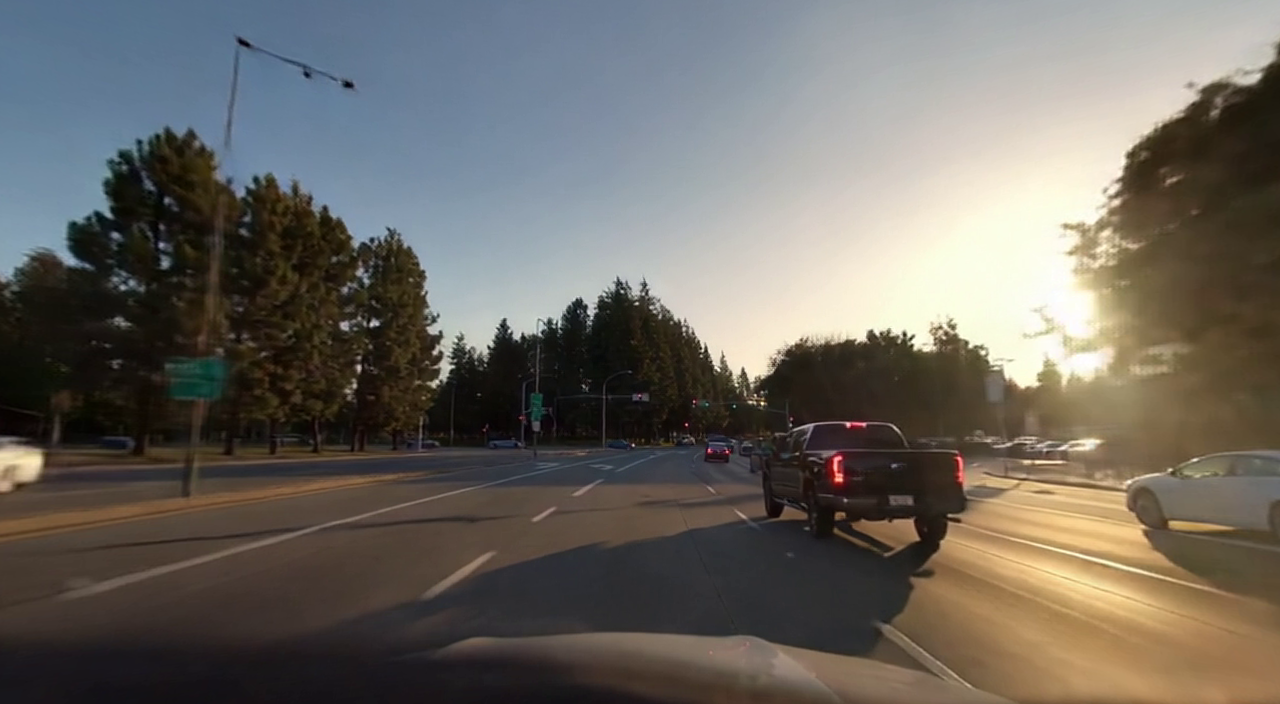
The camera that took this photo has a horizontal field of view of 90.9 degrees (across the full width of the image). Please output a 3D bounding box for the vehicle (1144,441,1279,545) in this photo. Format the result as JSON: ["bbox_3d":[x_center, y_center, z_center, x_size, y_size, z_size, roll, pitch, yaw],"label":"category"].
[{"bbox_3d":[10.432,2.118,9.477,1.963,1.513,4.600,0,-8,1],"label":"vehicle"}]

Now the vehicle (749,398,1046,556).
[{"bbox_3d":[3.427,1.840,10.076,2.333,1.777,5.713,0,-8,0],"label":"vehicle"}]

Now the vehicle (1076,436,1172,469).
[{"bbox_3d":[25.028,5.176,32.617,3.945,1.618,1.919,3,-9,-19],"label":"vehicle"}]

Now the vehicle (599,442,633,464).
[{"bbox_3d":[-1.662,7.225,45.247,1.958,1.542,4.175,-1,-8,5],"label":"vehicle"}]
